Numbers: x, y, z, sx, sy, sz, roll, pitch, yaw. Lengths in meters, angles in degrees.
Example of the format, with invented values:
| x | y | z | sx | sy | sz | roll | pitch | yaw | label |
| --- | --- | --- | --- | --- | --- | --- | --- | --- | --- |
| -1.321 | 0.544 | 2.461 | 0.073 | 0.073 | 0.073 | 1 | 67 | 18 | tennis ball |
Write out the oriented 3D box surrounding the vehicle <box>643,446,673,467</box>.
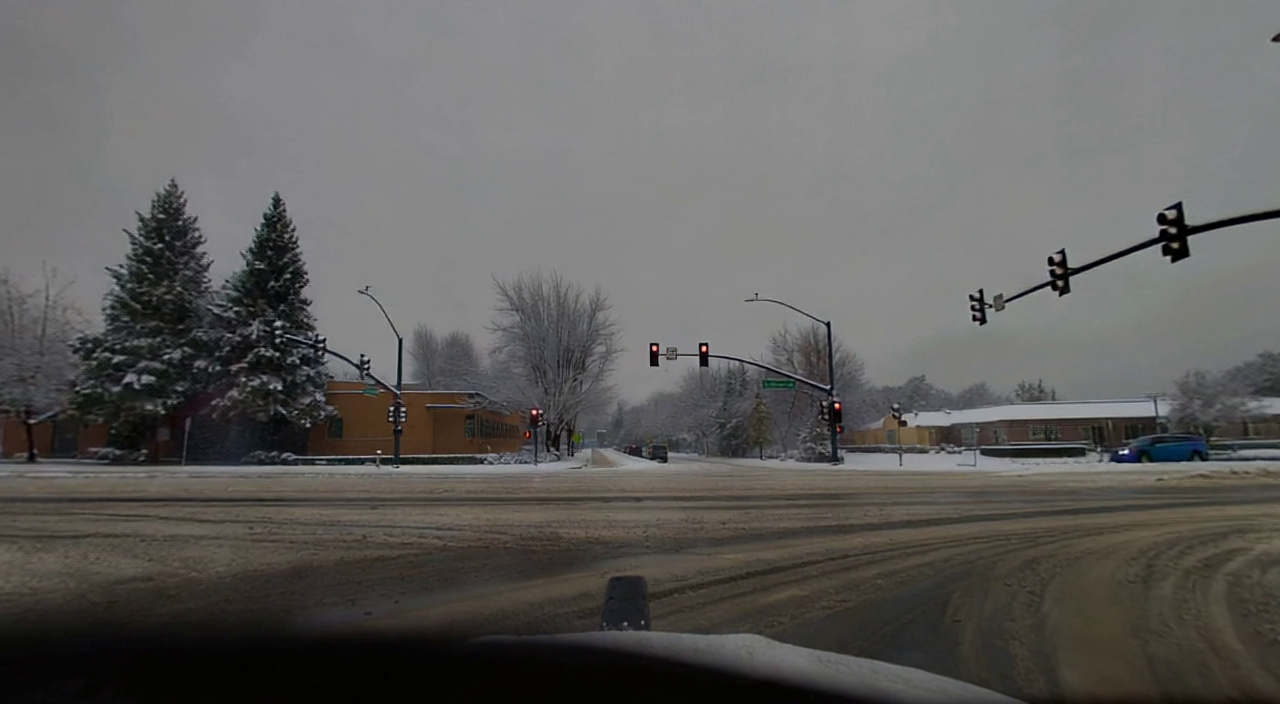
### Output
| x | y | z | sx | sy | sz | roll | pitch | yaw | label |
| --- | --- | --- | --- | --- | --- | --- | --- | --- | --- |
| 1.286 | 7.641 | 46.445 | 2.132 | 1.449 | 4.235 | 0 | -9 | 0 | vehicle |
